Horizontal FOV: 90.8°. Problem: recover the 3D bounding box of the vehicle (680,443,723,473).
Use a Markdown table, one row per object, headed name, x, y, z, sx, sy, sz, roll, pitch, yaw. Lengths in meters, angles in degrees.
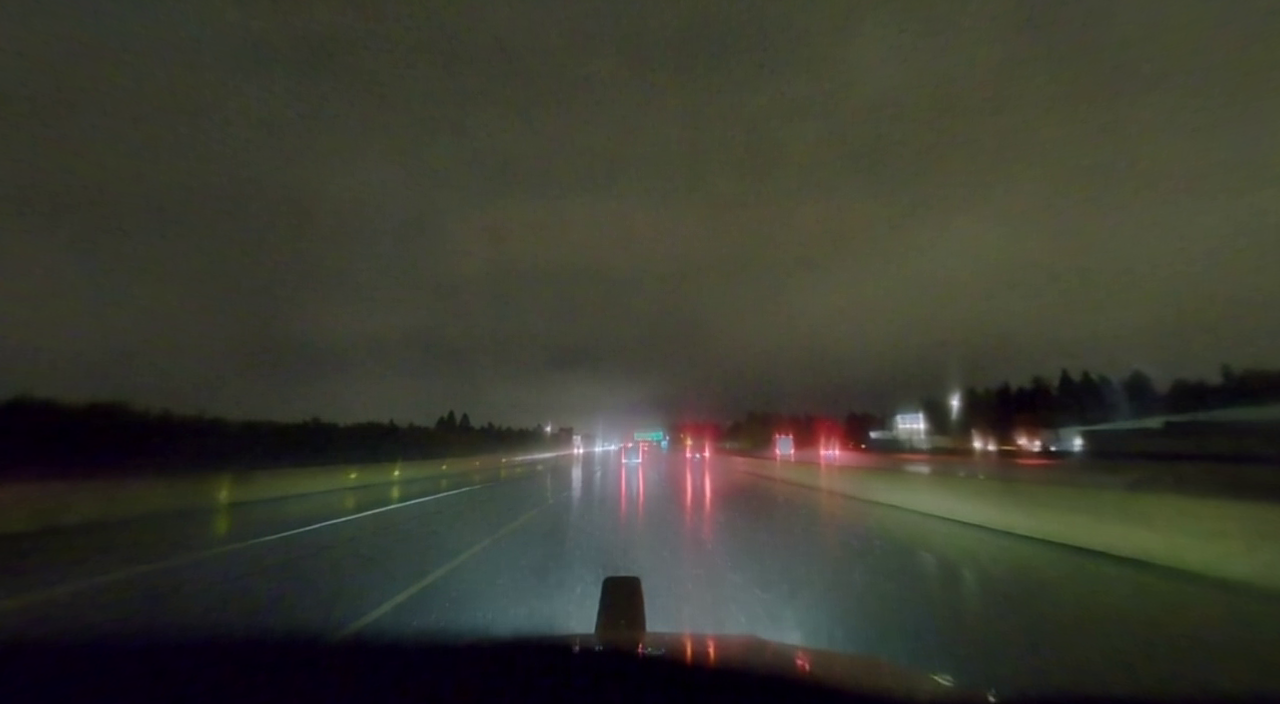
| name | x | y | z | sx | sy | sz | roll | pitch | yaw |
| --- | --- | --- | --- | --- | --- | --- | --- | --- | --- |
| vehicle | 3.753 | 6.559 | 39.326 | 2.133 | 1.746 | 4.511 | 0 | -9 | 0 |
